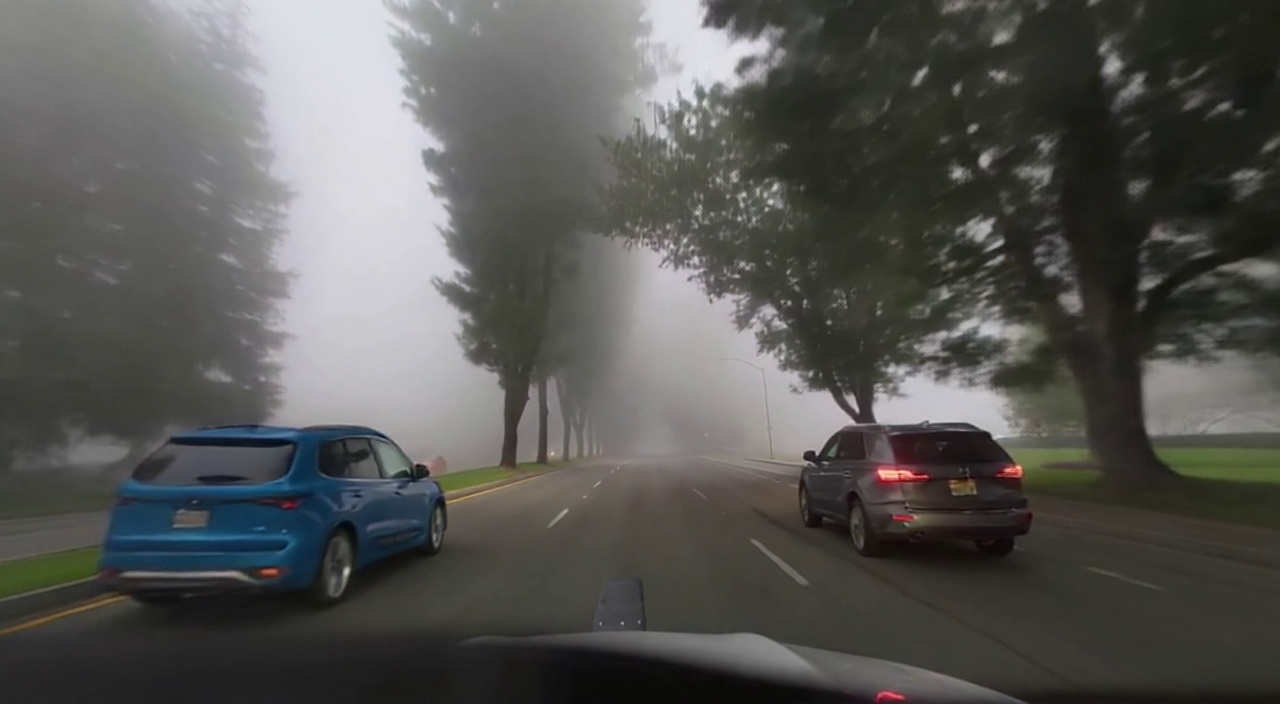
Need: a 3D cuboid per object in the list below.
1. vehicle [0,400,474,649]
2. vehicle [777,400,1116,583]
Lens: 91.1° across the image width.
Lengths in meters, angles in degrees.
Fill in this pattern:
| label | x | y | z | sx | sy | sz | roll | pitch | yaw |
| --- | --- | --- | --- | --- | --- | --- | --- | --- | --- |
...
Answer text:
| label | x | y | z | sx | sy | sz | roll | pitch | yaw |
| --- | --- | --- | --- | --- | --- | --- | --- | --- | --- |
| vehicle | -3.316 | 1.451 | 6.376 | 2.025 | 1.635 | 4.293 | 0 | -8 | 1 |
| vehicle | 3.519 | 1.713 | 8.658 | 2.087 | 1.759 | 5.040 | 0 | -8 | 0 |
